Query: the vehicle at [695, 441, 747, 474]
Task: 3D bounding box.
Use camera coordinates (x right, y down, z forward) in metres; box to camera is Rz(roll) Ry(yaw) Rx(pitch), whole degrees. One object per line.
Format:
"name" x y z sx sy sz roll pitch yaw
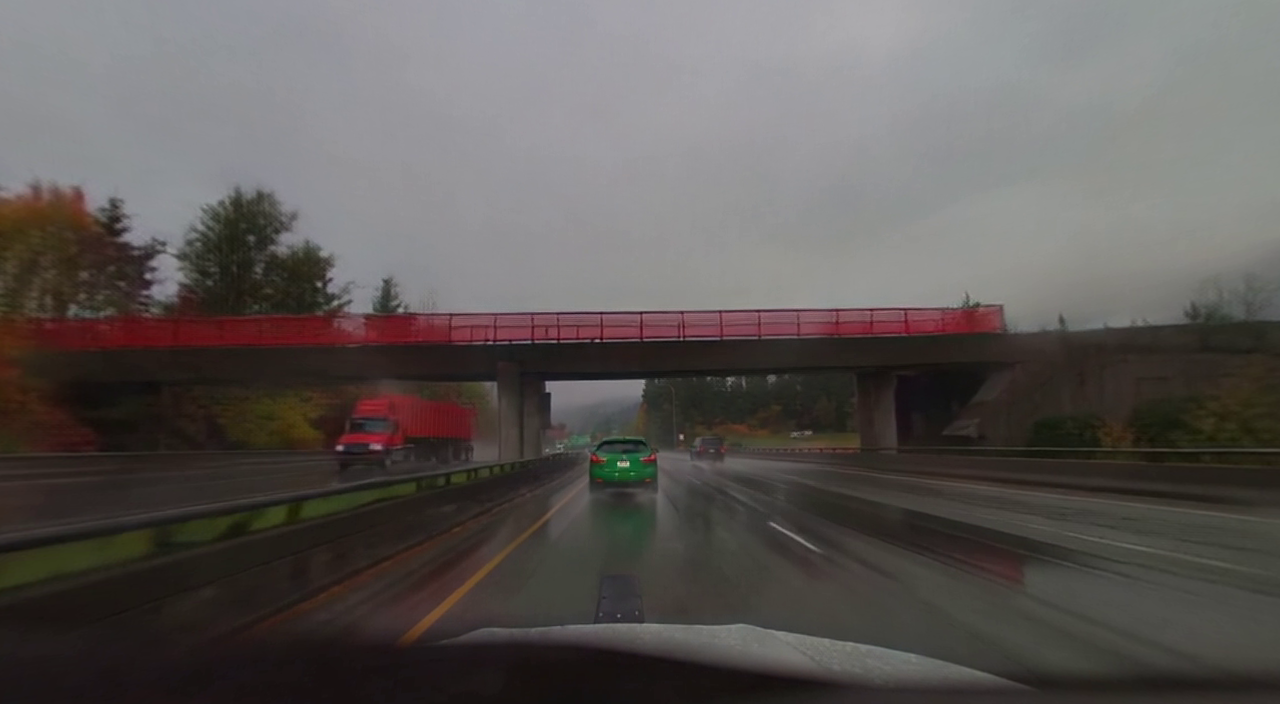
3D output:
"vehicle" 3.913 5.151 30.763 1.894 1.487 3.751 0 -9 -2

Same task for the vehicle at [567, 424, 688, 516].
"vehicle" -0.235 2.517 13.821 2.259 1.699 4.015 0 -9 0

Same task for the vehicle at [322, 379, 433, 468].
"vehicle" -13.343 3.809 32.553 3.271 4.196 5.696 0 -9 -1
